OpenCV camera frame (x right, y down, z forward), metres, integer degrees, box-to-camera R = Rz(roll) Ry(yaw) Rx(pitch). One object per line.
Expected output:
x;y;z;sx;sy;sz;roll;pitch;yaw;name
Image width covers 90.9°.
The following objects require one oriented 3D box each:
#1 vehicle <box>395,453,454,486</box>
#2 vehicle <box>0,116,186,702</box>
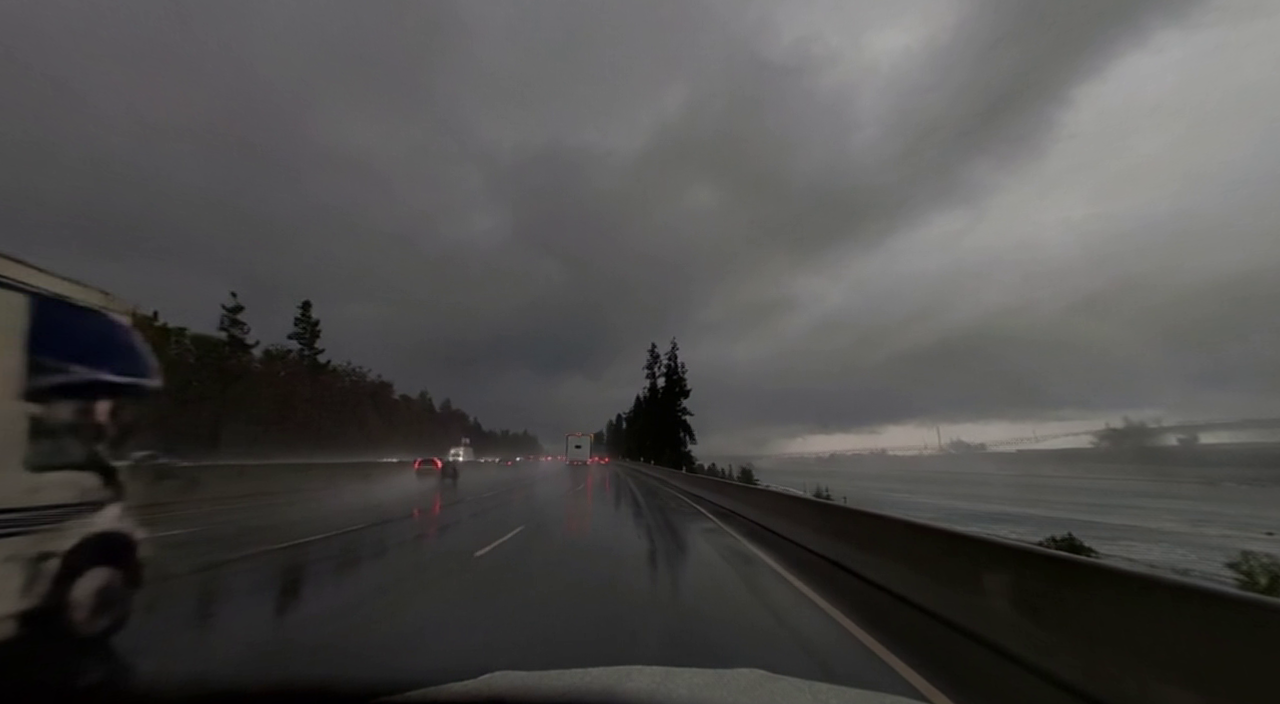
-12.830;7.000;37.816;2.005;1.774;4.610;0;-9;-2;vehicle
-4.543;-0.172;0.568;2.542;2.965;7.637;-1;-10;0;vehicle
